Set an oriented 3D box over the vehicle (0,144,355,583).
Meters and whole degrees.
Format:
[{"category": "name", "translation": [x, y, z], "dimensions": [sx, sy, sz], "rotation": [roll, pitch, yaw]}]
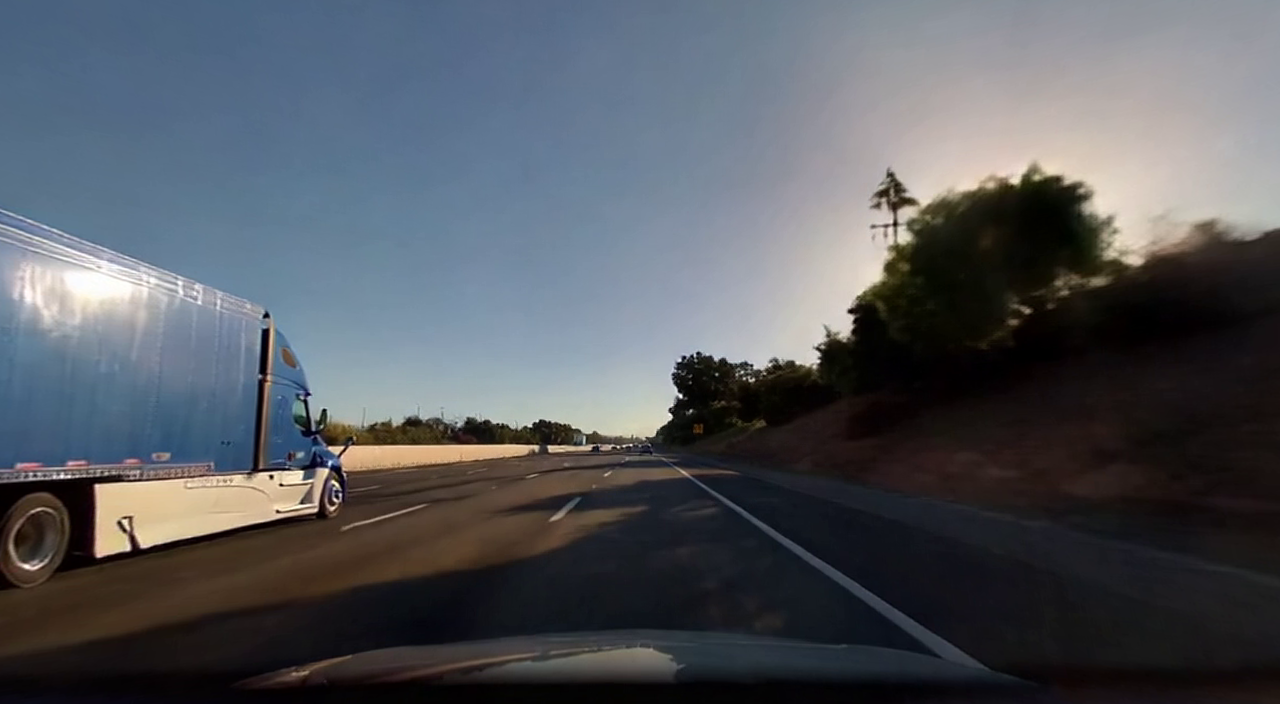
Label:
[{"category": "vehicle", "translation": [-7.256, 0.437, 7.951], "dimensions": [2.996, 3.947, 8.600], "rotation": [0, -9, 1]}]
